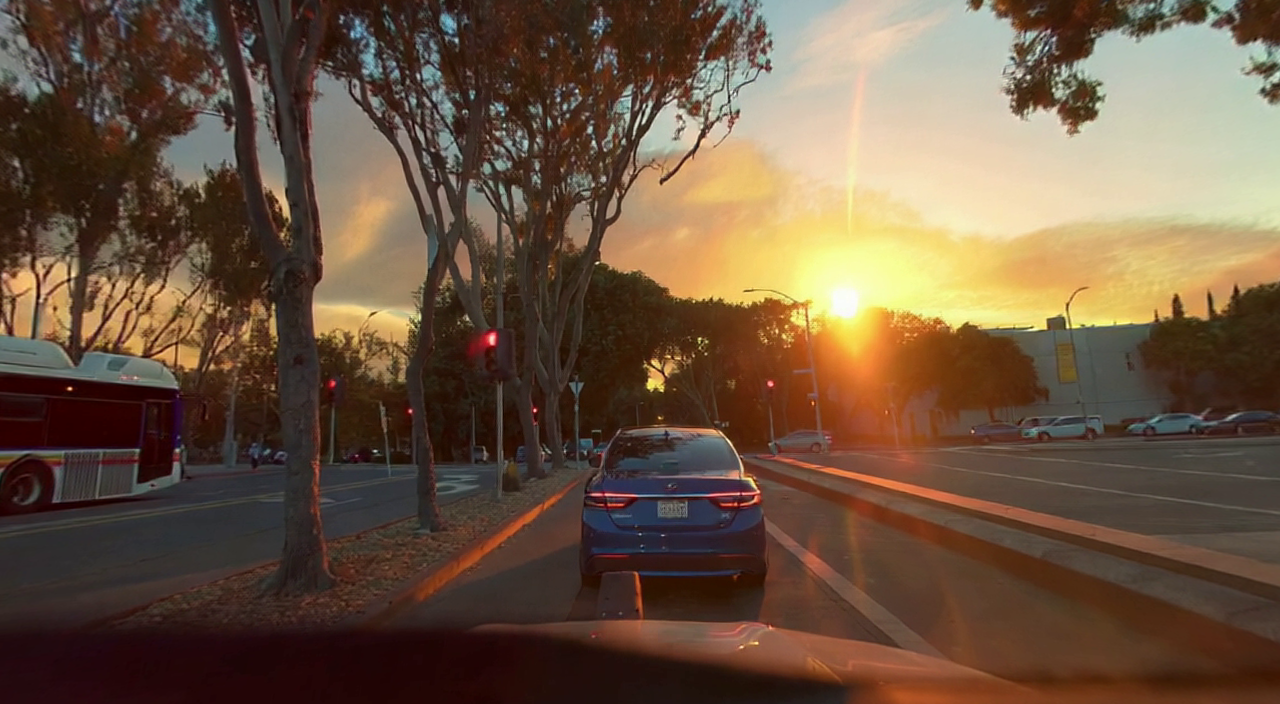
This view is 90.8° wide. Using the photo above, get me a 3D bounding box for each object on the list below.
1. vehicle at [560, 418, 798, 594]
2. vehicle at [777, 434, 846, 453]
[{"bbox_3d":[0.370,1.610,7.391,2.035,1.499,3.799,0,-8,1],"label":"vehicle"},{"bbox_3d":[13.342,7.138,49.311,4.830,1.461,1.883,0,-8,2],"label":"vehicle"}]
